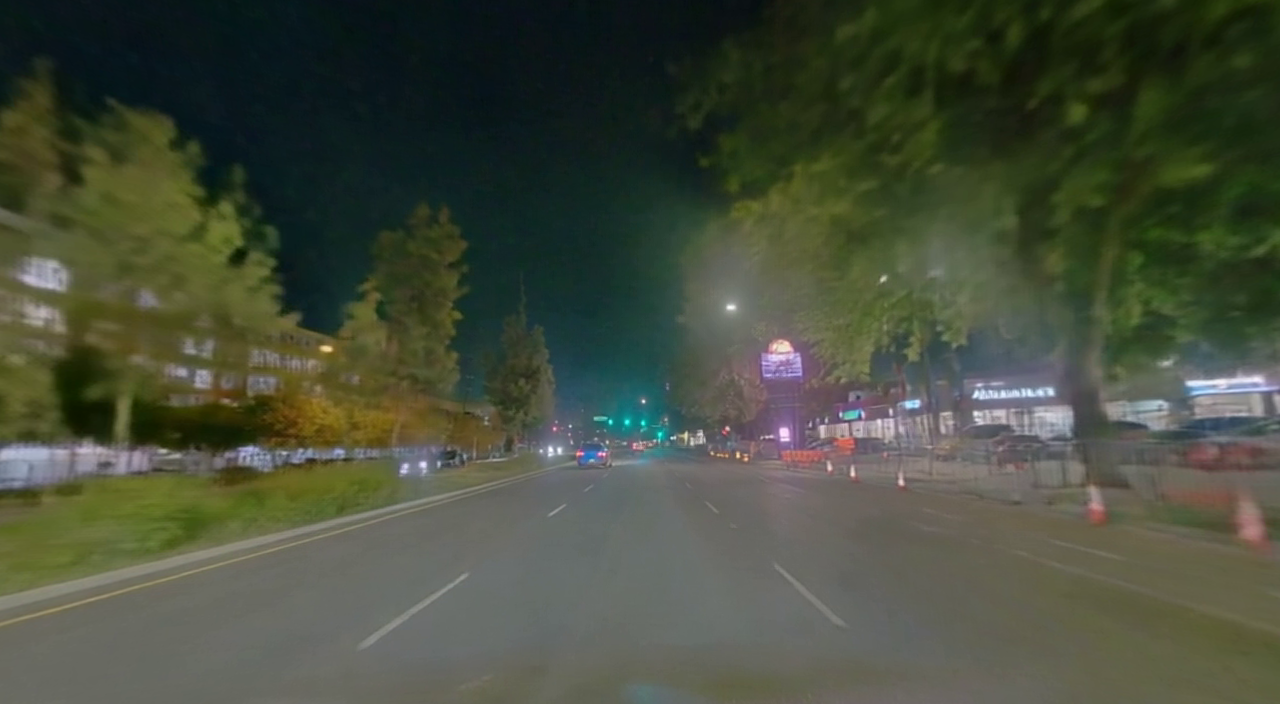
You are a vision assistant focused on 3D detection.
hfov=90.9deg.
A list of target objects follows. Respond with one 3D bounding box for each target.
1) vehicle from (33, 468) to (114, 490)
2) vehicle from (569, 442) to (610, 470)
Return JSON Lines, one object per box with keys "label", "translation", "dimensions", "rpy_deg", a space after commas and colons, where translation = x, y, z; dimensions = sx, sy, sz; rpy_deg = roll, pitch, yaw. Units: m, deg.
{"label": "vehicle", "translation": [-42.166, 9.437, 46.932], "dimensions": [4.408, 1.475, 1.792], "rpy_deg": [-1, -9, 4]}
{"label": "vehicle", "translation": [-2.791, 5.835, 35.504], "dimensions": [1.926, 1.442, 4.231], "rpy_deg": [0, -8, 1]}
